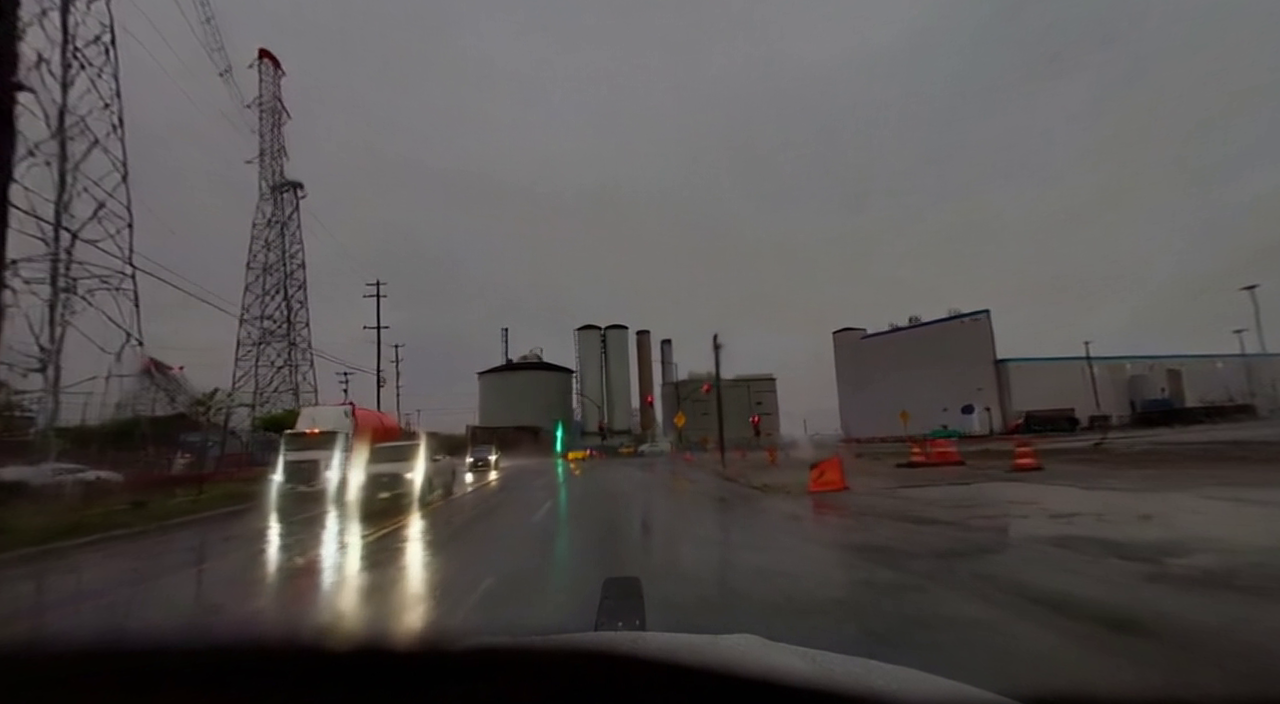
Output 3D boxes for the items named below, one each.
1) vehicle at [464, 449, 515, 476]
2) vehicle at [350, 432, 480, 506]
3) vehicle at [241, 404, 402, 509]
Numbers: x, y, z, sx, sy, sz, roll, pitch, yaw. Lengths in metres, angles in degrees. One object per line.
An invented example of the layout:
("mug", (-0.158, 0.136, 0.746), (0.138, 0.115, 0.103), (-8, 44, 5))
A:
("vehicle", (-8.913, 6.575, 37.894), (2.117, 1.484, 4.544), (0, -9, -3))
("vehicle", (-6.299, 3.337, 18.497), (2.282, 1.809, 5.297), (0, -9, -5))
("vehicle", (-11.087, 3.740, 23.030), (2.905, 3.133, 7.675), (1, -9, -9))
